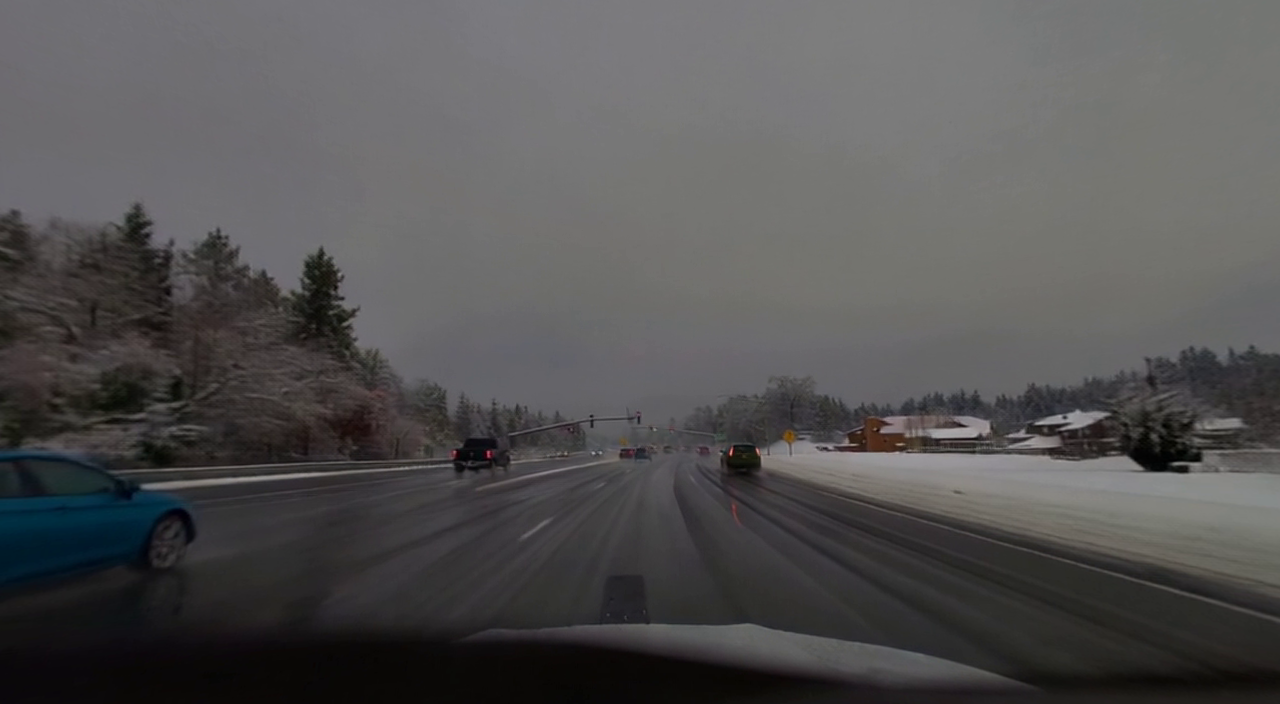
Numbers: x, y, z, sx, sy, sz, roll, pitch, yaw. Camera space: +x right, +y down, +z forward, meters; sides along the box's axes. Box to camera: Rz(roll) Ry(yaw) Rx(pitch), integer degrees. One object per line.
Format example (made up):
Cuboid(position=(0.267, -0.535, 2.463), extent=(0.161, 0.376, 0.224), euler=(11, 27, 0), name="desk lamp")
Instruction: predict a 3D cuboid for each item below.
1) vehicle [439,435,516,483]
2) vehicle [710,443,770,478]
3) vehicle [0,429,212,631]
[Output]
Cuboid(position=(-6.764, 4.525, 26.858), extent=(2.122, 1.847, 4.696), euler=(0, -8, -2), name="vehicle")
Cuboid(position=(4.480, 4.918, 28.836), extent=(2.100, 1.472, 4.533), euler=(0, -8, 2), name="vehicle")
Cuboid(position=(-5.694, 1.331, 4.773), extent=(1.948, 1.475, 4.461), euler=(0, -8, -3), name="vehicle")
